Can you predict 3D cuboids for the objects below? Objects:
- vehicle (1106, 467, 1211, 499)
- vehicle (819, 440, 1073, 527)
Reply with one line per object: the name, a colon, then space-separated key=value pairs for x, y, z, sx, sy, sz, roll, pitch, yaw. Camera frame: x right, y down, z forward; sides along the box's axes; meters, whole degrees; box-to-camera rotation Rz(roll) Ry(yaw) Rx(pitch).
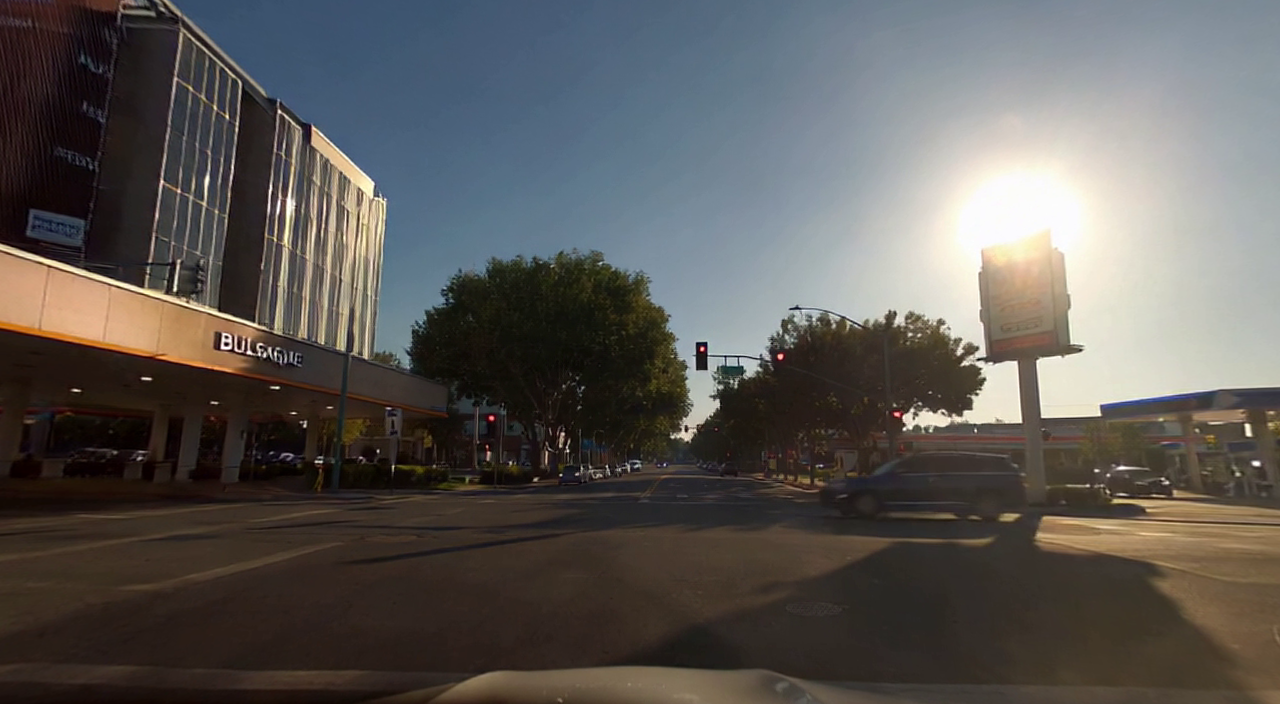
vehicle: x=28.046 y=7.066 z=34.305 sx=1.897 sy=1.466 sz=4.211 roll=1 pitch=-8 yaw=-4
vehicle: x=6.533 y=2.834 z=13.905 sx=4.556 sy=1.743 sz=1.938 roll=0 pitch=-8 yaw=0
